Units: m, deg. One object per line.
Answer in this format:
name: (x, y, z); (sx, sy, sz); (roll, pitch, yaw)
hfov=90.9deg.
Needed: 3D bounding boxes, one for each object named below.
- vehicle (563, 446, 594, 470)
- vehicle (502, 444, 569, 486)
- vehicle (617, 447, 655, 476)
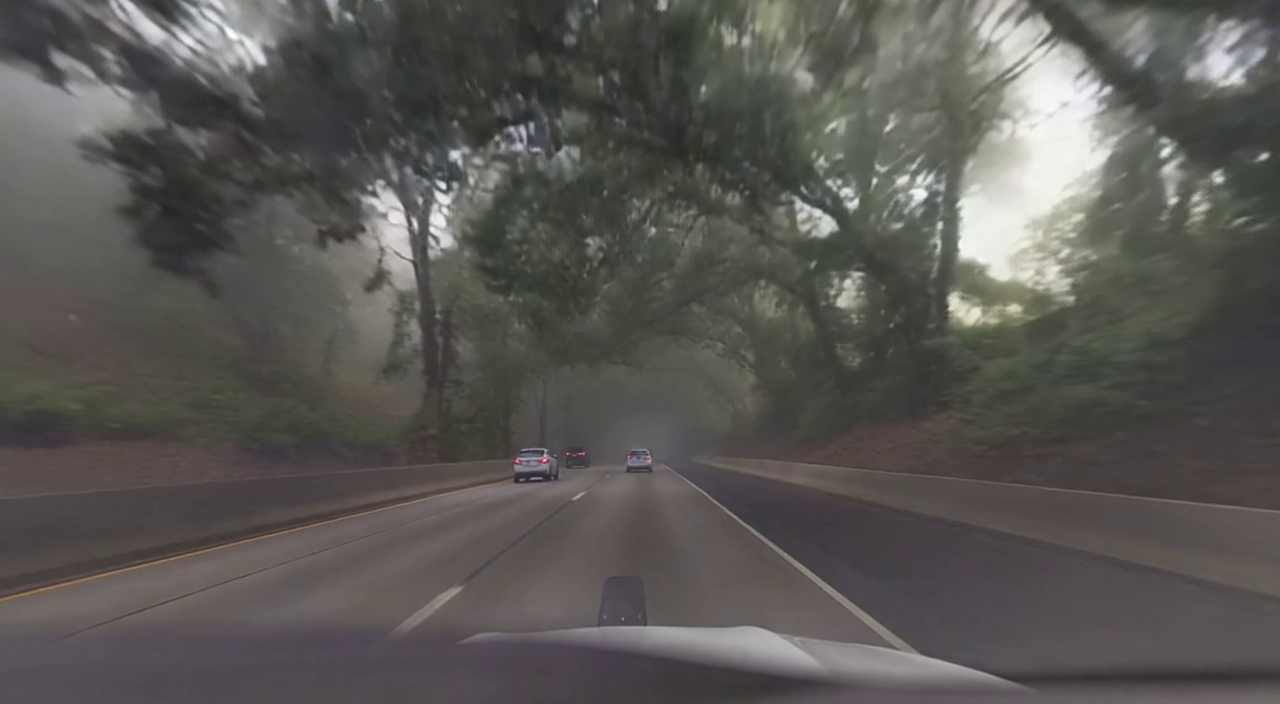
vehicle: (-4.504, 7.780, 46.366); (1.834, 1.615, 3.624); (0, -9, 1)
vehicle: (-4.134, 4.541, 25.584); (1.978, 1.538, 3.755); (0, -9, 1)
vehicle: (-0.216, 6.095, 35.283); (2.001, 1.490, 3.914); (0, -9, 0)
